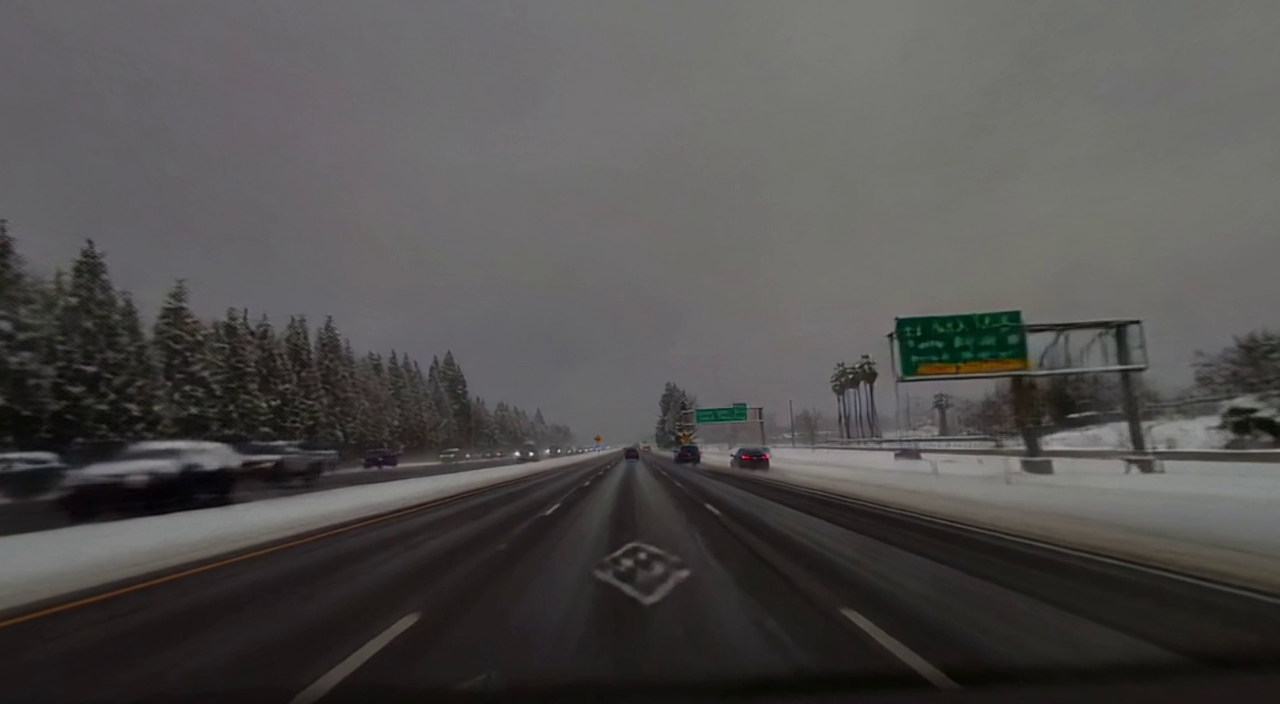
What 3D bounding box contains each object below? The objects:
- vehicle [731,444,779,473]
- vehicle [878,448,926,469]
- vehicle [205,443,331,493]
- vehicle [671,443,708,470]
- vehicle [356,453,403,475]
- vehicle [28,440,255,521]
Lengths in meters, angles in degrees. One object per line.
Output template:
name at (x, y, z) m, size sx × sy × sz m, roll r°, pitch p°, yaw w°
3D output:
vehicle at (6.742, 6.287, 37.423) m, size 1.902 × 1.623 × 4.360 m, roll 0°, pitch -9°, yaw -1°
vehicle at (19.613, 7.975, 47.316) m, size 1.774 × 1.457 × 4.653 m, roll 0°, pitch -9°, yaw 1°
vehicle at (-16.153, 5.024, 27.801) m, size 2.205 × 1.946 × 5.490 m, roll 0°, pitch -9°, yaw 0°
vehicle at (3.231, 6.894, 41.836) m, size 2.035 × 1.704 × 3.867 m, roll 0°, pitch -9°, yaw -2°
vehicle at (-20.131, 8.649, 48.839) m, size 1.715 × 1.478 × 4.670 m, roll 0°, pitch -8°, yaw -1°
vehicle at (-12.558, 3.227, 16.410) m, size 2.032 × 1.779 × 4.704 m, roll 0°, pitch -9°, yaw 0°
